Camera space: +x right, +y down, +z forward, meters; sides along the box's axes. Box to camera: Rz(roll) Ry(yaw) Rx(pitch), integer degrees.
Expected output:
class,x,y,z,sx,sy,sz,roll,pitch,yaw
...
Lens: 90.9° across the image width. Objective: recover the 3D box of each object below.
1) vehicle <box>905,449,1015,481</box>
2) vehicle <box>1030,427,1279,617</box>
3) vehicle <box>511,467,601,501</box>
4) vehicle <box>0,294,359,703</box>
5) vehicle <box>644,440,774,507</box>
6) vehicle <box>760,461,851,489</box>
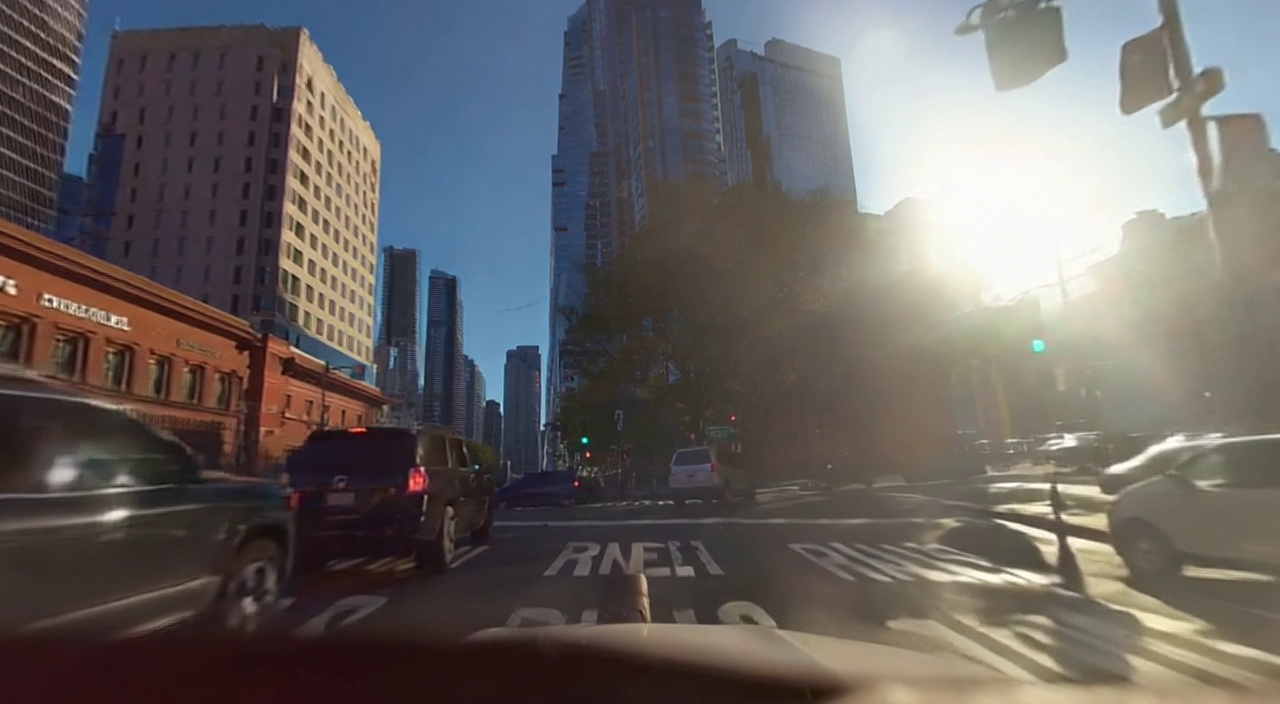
class,x,y,z,sx,sy,sz,roll,pitch,yaw
vehicle,16.966,5.985,33.626,4.749,1.624,1.926,0,-9,0
vehicle,6.014,1.455,5.797,2.056,1.460,4.358,0,-9,0
vehicle,-4.808,7.585,36.411,4.748,1.674,1.969,4,-10,-27
vehicle,-3.414,0.811,2.859,1.977,1.887,5.068,0,-9,-1
vehicle,2.296,3.616,19.365,2.328,1.746,5.072,-4,-10,26
vehicle,8.892,6.638,34.159,4.371,1.439,1.818,0,-9,-1
